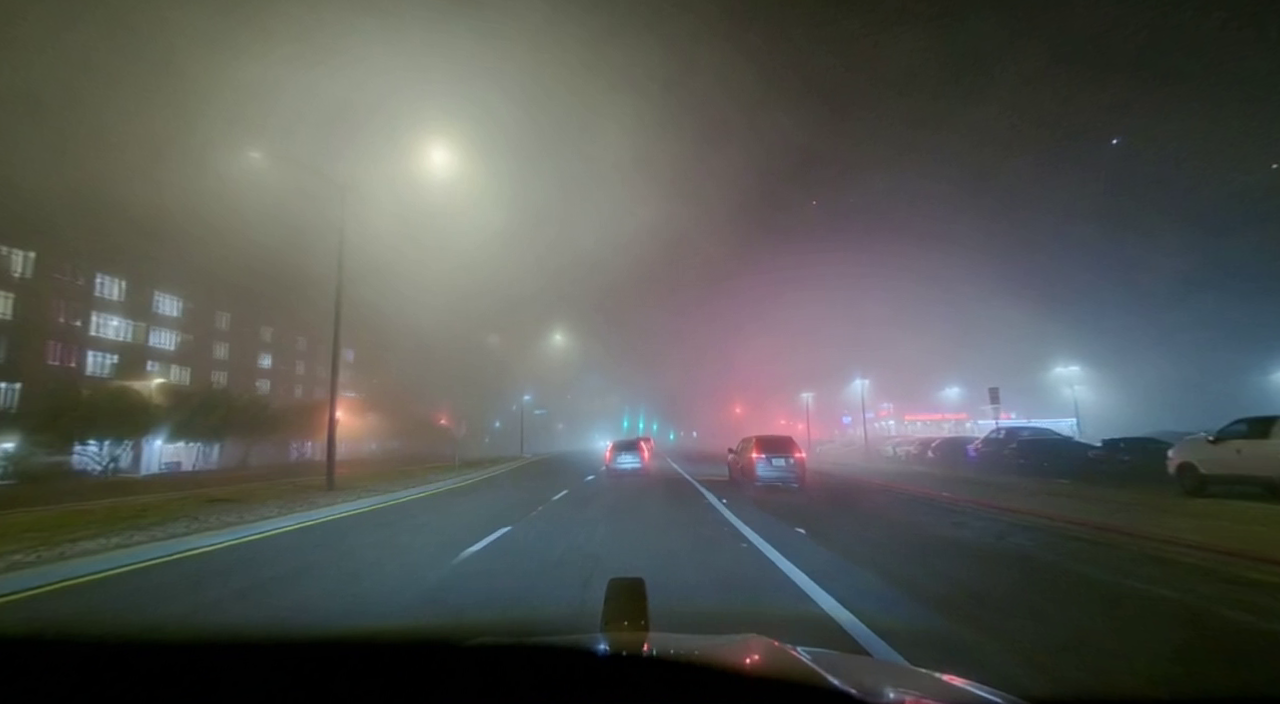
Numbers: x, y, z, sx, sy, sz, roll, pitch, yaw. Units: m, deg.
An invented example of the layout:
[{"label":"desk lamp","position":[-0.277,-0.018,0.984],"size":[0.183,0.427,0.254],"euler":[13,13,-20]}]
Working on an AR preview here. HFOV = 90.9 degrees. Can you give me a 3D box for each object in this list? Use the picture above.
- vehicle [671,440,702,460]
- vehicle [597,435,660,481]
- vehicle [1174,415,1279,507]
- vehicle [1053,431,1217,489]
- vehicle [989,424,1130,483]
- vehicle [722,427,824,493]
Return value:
[{"label":"vehicle","position":[3.559,7.564,48.827],"size":[2.012,1.462,4.400],"euler":[0,-8,0]},{"label":"vehicle","position":[-0.387,3.779,22.681],"size":[2.059,1.477,3.988],"euler":[0,-8,0]},{"label":"vehicle","position":[12.747,2.024,11.725],"size":[1.871,1.691,4.306],"euler":[-1,-8,2]},{"label":"vehicle","position":[14.114,3.019,17.976],"size":[4.076,1.478,2.023],"euler":[4,-9,-27]},{"label":"vehicle","position":[13.921,3.331,20.884],"size":[4.367,1.748,2.007],"euler":[5,-10,-30]},{"label":"vehicle","position":[3.747,3.110,18.525],"size":[2.007,1.683,4.171],"euler":[0,-8,-1]}]
